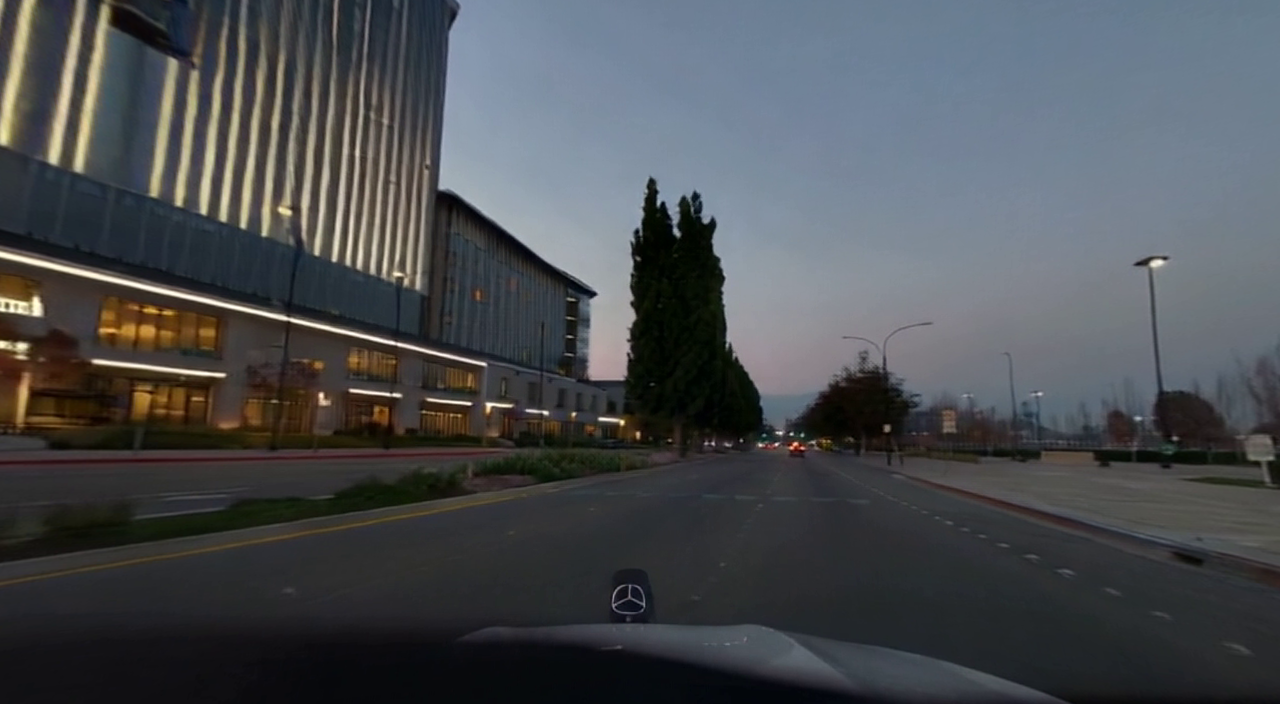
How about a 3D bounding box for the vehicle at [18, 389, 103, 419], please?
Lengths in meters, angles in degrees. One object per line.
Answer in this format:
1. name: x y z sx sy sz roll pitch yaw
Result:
1. vehicle: -38.821 3.519 42.081 4.080 1.657 1.859 1 -12 12
